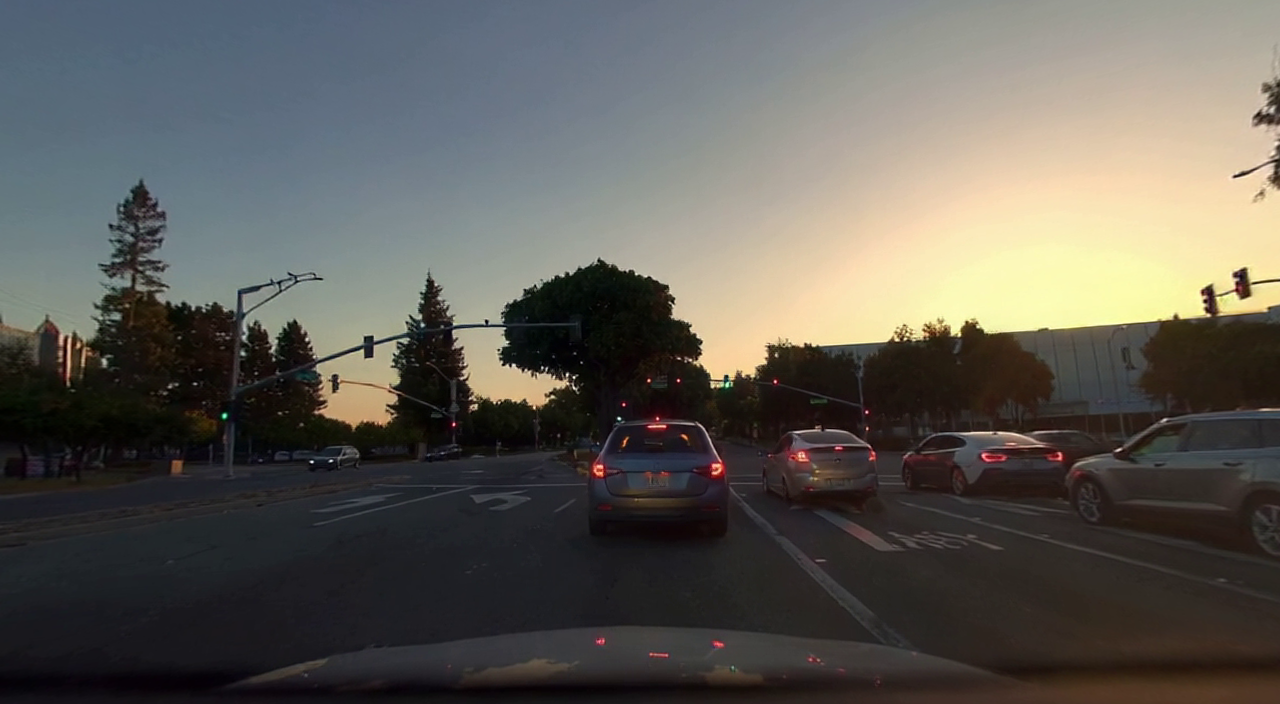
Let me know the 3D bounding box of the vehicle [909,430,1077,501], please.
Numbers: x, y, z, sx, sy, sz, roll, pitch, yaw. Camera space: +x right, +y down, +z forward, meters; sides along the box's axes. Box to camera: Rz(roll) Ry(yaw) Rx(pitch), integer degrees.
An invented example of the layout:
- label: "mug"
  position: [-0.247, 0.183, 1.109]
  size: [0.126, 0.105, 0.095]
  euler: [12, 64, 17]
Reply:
- label: "vehicle"
  position: [8.318, 2.707, 15.438]
  size: [1.862, 1.471, 4.297]
  euler: [-1, -9, 4]

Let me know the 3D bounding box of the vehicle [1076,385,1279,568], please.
- label: "vehicle"
  position: [7.373, 1.324, 6.900]
  size: [2.074, 1.791, 4.393]
  euler: [0, -9, 1]

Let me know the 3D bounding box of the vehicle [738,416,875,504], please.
- label: "vehicle"
  position: [3.775, 2.574, 15.351]
  size: [2.188, 1.774, 4.646]
  euler: [-1, -9, 2]

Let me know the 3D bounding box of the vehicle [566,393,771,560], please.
- label: "vehicle"
  position: [0.274, 1.667, 9.021]
  size: [2.211, 1.795, 4.179]
  euler: [0, -9, -1]
